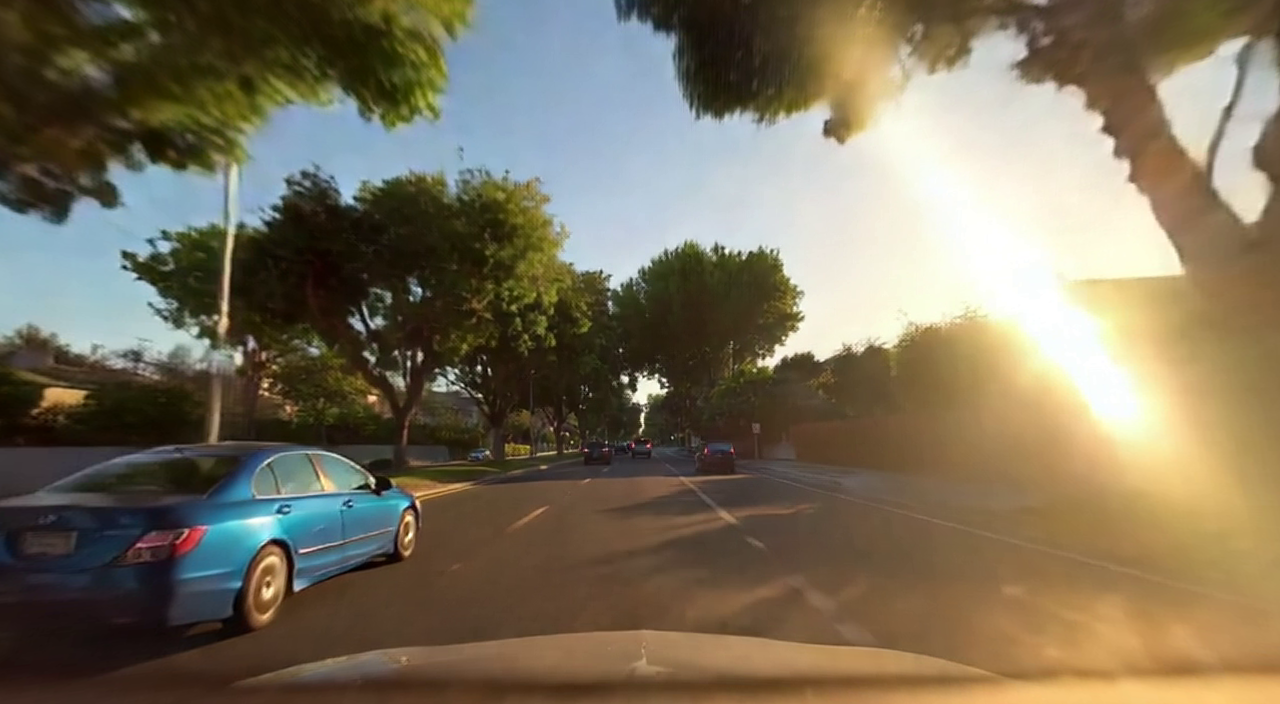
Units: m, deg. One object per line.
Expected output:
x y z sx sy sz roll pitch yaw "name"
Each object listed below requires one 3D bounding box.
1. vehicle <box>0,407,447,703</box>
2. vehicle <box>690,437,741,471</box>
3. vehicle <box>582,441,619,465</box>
-3.543 1.376 5.416 2.091 1.503 4.989 0 -8 1 "vehicle"
3.926 5.389 33.497 2.182 1.688 4.187 0 -8 0 "vehicle"
-2.548 6.685 41.758 1.940 1.473 4.133 -1 -8 3 "vehicle"
